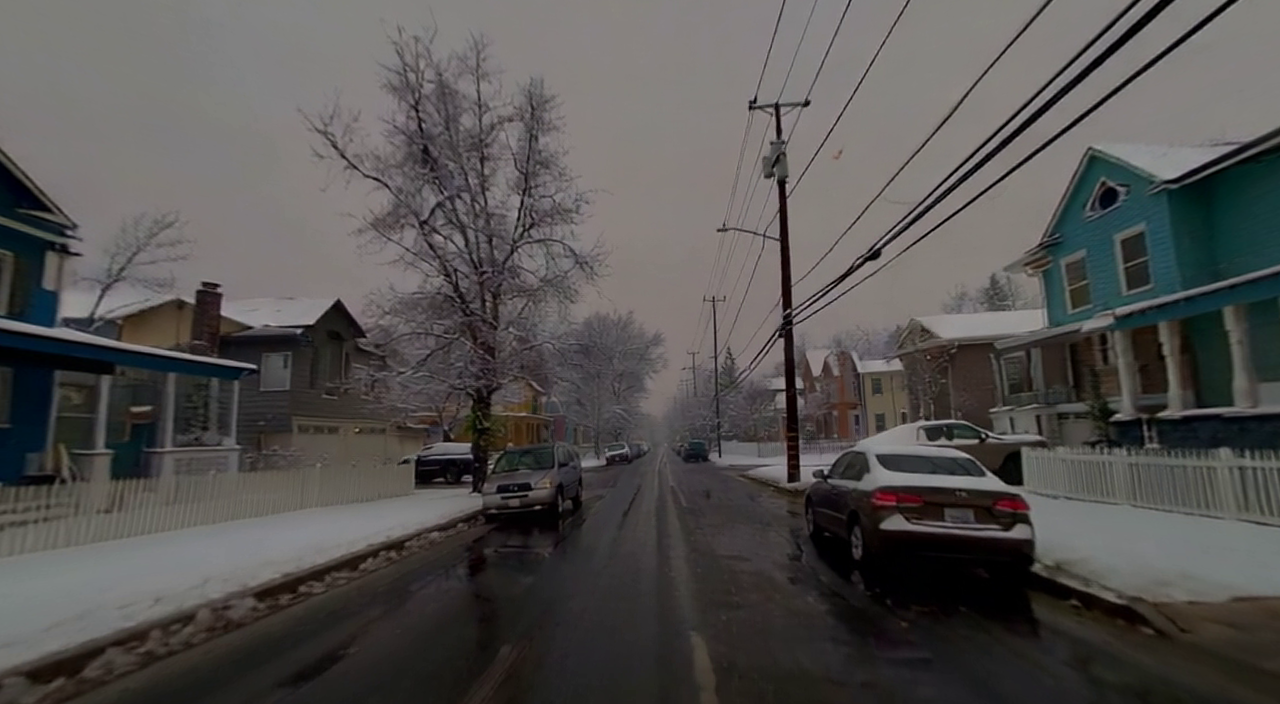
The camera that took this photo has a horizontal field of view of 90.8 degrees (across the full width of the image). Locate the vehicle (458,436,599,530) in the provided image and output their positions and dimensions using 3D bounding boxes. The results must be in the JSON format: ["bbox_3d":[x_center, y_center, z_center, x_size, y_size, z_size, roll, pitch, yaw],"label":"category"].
[{"bbox_3d":[-2.477,3.040,15.444,2.204,1.655,4.813,-8,-8,2],"label":"vehicle"}]

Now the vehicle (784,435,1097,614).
[{"bbox_3d":[3.401,1.957,8.412,2.043,1.631,4.613,1,-7,2],"label":"vehicle"}]

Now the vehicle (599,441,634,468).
[{"bbox_3d":[-1.629,7.295,45.304,2.082,1.759,4.541,-2,-8,2],"label":"vehicle"}]

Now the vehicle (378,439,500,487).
[{"bbox_3d":[-7.976,4.400,25.327,4.088,1.779,2.109,0,-7,5],"label":"vehicle"}]
